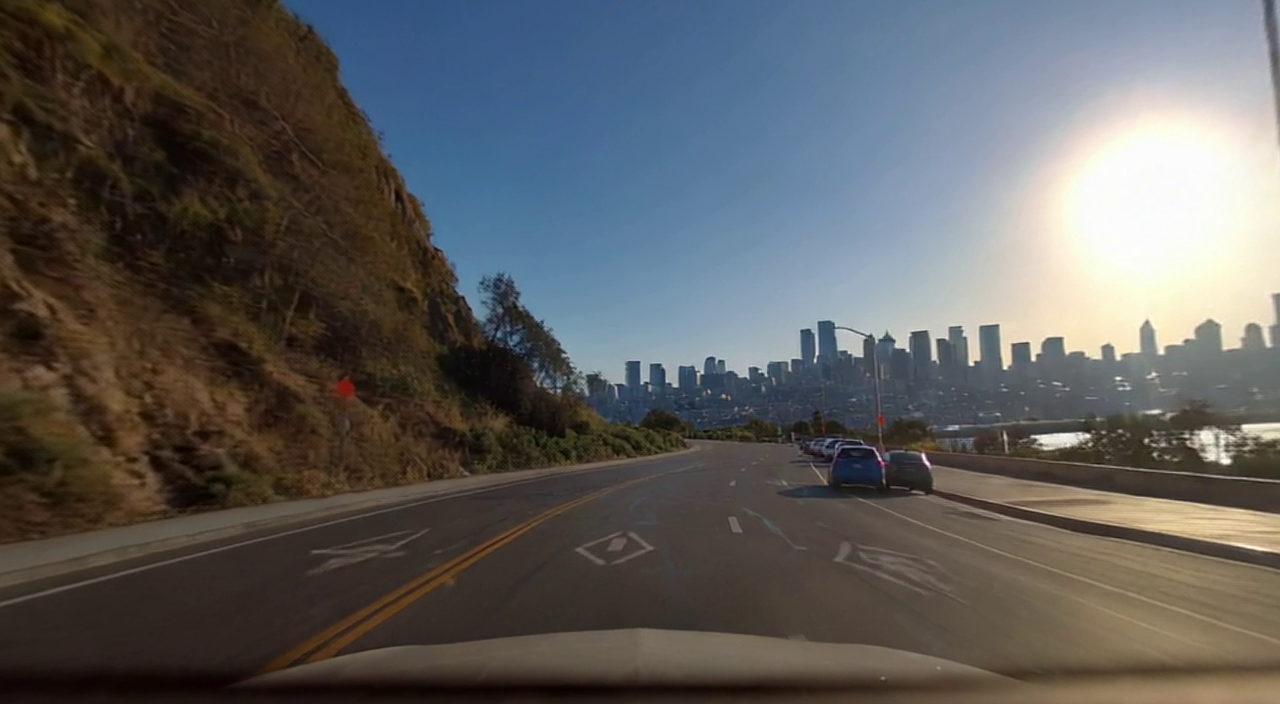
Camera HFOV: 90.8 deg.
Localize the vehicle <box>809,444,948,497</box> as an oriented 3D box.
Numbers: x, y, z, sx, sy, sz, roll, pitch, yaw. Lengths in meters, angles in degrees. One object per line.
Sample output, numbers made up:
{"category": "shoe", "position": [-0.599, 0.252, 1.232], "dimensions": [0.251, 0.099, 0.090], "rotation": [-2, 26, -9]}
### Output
{"category": "vehicle", "position": [8.441, 4.104, 22.242], "dimensions": [4.963, 1.585, 2.155], "rotation": [7, -9, -35]}
